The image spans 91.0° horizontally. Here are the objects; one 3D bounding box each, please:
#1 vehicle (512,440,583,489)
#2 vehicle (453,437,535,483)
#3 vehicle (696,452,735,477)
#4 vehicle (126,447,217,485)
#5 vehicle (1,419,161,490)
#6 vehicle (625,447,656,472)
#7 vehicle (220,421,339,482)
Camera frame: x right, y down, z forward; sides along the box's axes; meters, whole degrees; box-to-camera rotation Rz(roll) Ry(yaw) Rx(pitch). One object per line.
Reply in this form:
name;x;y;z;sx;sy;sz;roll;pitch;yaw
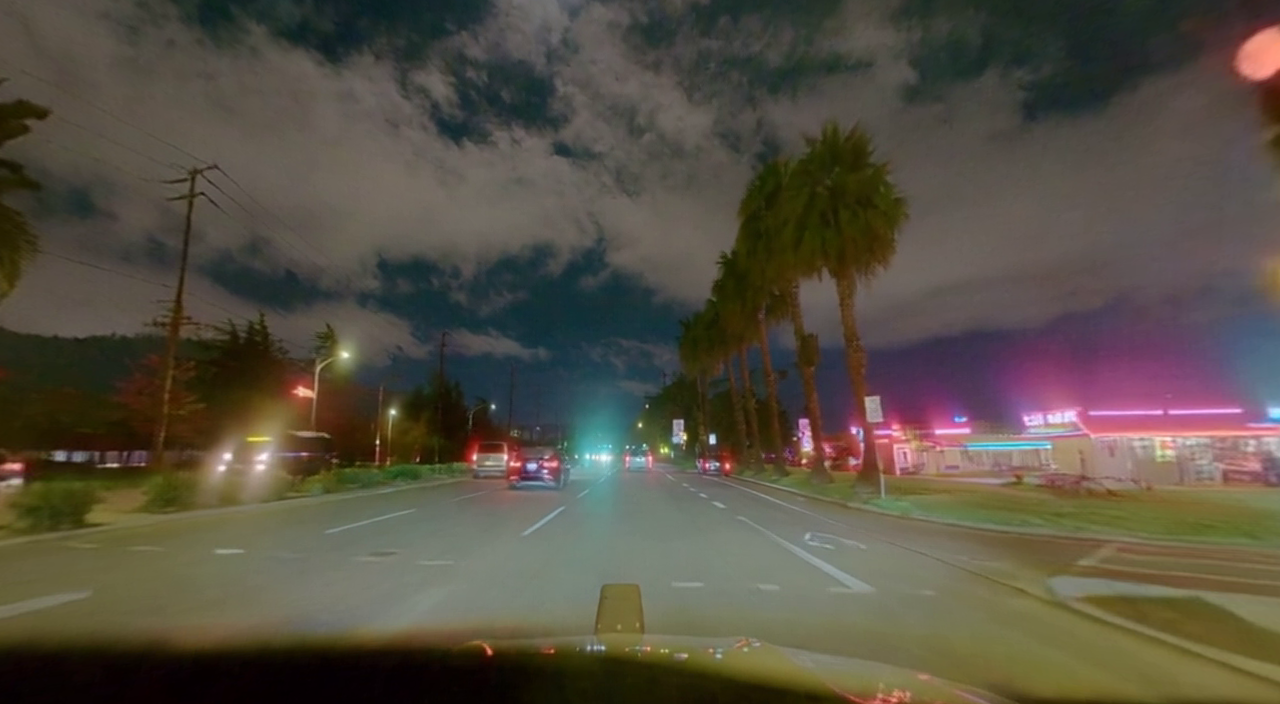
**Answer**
vehicle;-3.707;4.593;25.999;2.116;1.806;4.516;0;-9;2
vehicle;-7.055;5.307;31.381;2.457;2.010;6.330;0;-9;1
vehicle;4.997;7.514;42.198;1.994;1.507;4.173;1;-9;-2
vehicle;-25.461;6.177;34.393;2.096;1.778;3.972;-3;-8;-3
vehicle;-25.810;4.747;29.440;2.512;2.978;5.172;0;-9;1
vehicle;0.010;8.178;48.028;2.280;1.803;4.240;0;-9;0
vehicle;-17.712;4.937;31.415;2.331;2.714;5.872;0;-9;1
